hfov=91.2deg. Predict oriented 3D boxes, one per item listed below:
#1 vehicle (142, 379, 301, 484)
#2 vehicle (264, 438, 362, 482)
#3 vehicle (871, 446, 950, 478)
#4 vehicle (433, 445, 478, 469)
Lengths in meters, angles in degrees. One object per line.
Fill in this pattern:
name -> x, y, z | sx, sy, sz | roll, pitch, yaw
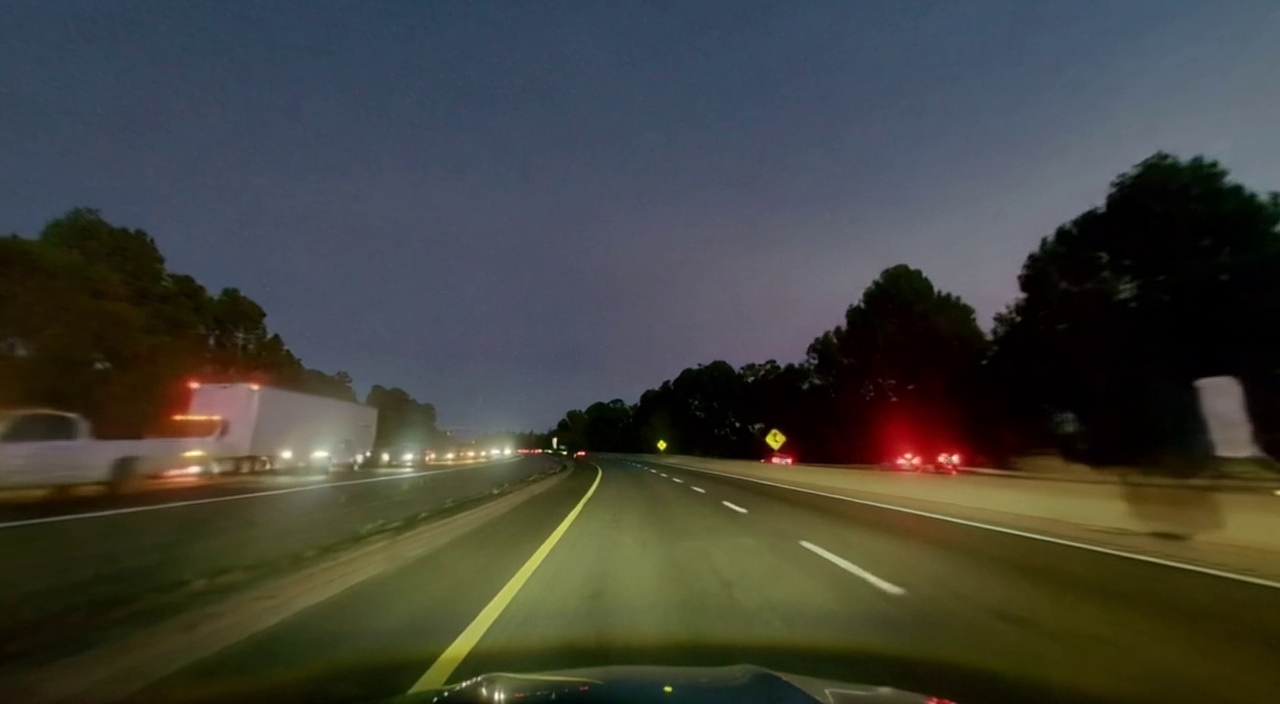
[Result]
vehicle -> -18.538, 3.683, 28.417 | 3.030, 4.192, 6.164 | 1, -9, -4
vehicle -> -13.079, 4.341, 25.349 | 1.865, 1.583, 4.097 | 0, -9, -3
vehicle -> 16.171, 6.579, 37.763 | 2.020, 1.738, 4.549 | 1, -9, -11
vehicle -> -12.757, 7.273, 43.566 | 1.881, 1.515, 4.661 | 0, -9, -3
